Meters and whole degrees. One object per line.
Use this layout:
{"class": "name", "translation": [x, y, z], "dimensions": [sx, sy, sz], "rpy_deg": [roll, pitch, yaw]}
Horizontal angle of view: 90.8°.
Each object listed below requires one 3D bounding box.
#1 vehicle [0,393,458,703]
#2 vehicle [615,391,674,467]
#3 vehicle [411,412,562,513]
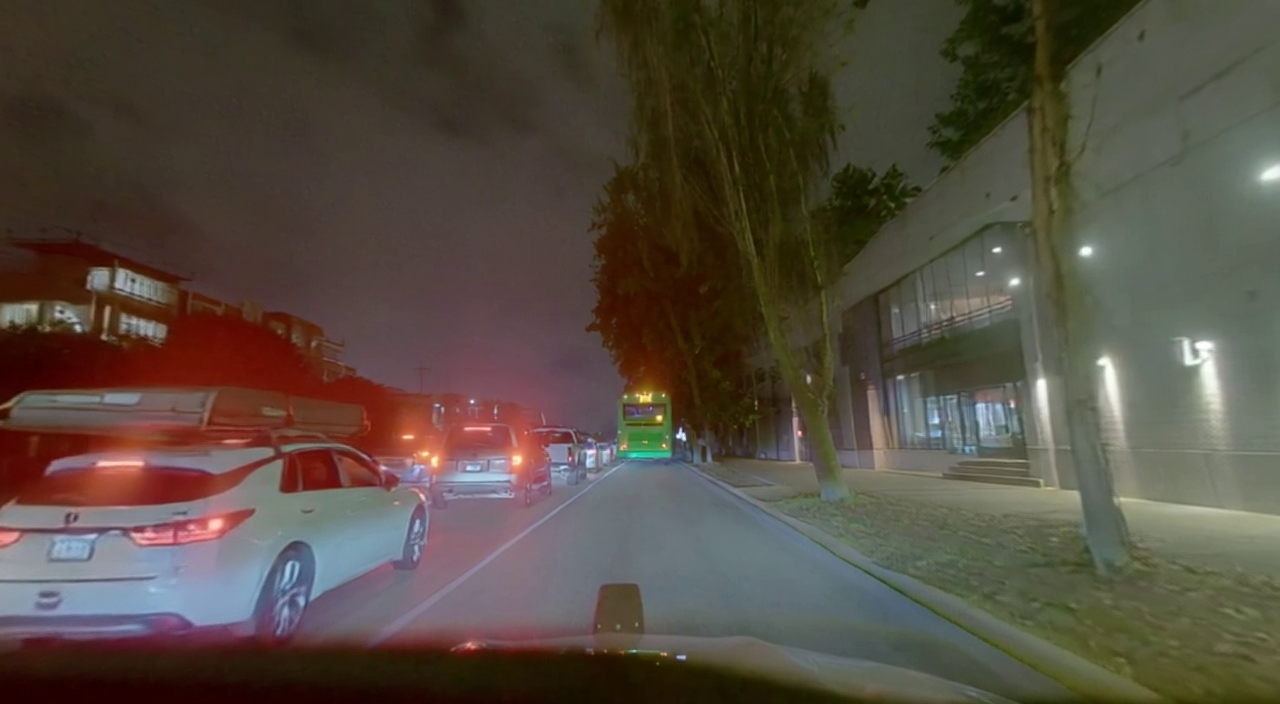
{"class": "vehicle", "translation": [-3.290, 1.328, 5.408], "dimensions": [2.042, 1.571, 4.475], "rpy_deg": [0, -9, 1]}
{"class": "vehicle", "translation": [0.330, 4.812, 38.053], "dimensions": [2.970, 3.857, 12.200], "rpy_deg": [0, -9, 1]}
{"class": "vehicle", "translation": [-3.213, 2.467, 14.519], "dimensions": [2.095, 1.892, 5.043], "rpy_deg": [0, -9, 1]}
